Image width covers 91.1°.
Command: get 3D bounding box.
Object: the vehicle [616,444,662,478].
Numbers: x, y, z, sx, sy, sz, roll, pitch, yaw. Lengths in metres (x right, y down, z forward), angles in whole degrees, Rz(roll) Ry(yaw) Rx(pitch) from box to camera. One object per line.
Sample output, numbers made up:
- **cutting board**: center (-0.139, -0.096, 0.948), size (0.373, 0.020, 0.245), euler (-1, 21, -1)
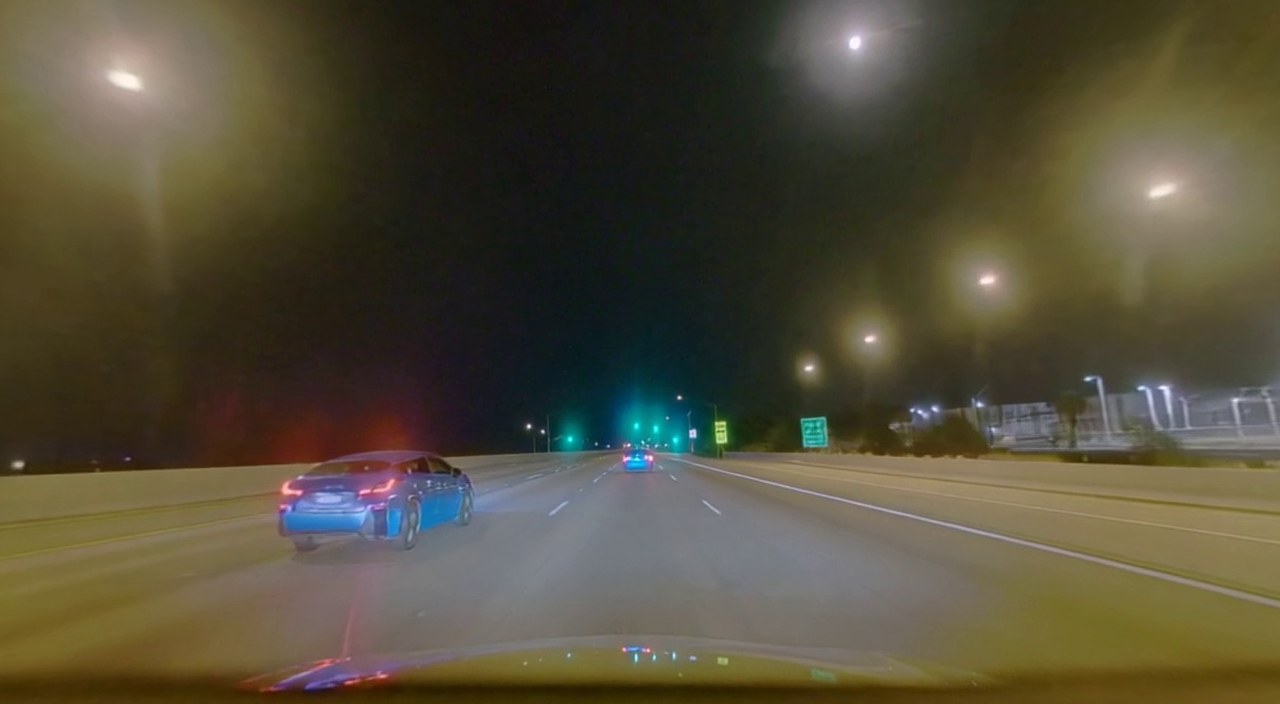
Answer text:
- **vehicle**: center (-0.084, 5.232, 30.364), size (2.055, 1.501, 4.321), euler (0, -9, 0)
